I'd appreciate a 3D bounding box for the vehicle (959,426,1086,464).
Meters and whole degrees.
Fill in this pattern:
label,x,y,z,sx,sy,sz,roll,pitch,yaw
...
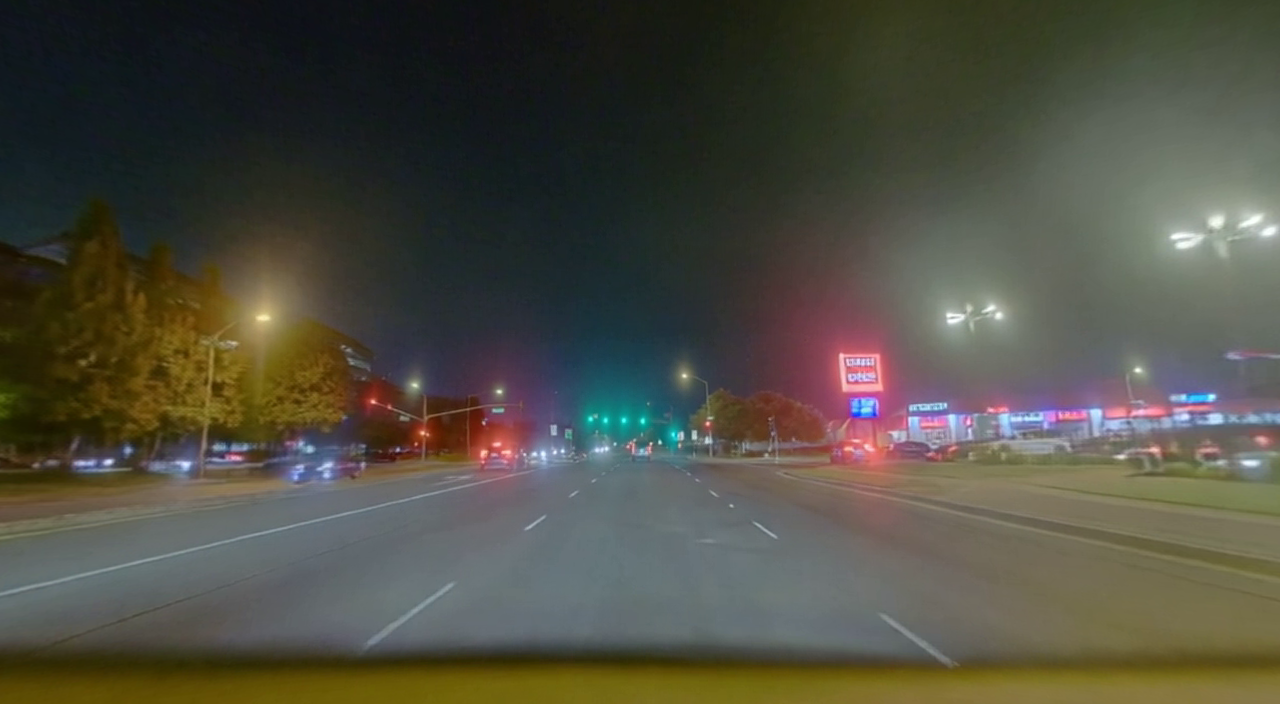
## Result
label,x,y,z,sx,sy,sz,roll,pitch,yaw
vehicle,17.442,4.267,28.910,4.498,1.671,1.887,-1,-8,3

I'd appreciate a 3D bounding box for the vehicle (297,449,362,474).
label,x,y,z,sx,sy,sz,roll,pitch,yaw
vehicle,-20.144,7.129,41.157,1.942,1.483,4.597,0,-8,0

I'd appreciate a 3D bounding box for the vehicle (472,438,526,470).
label,x,y,z,sx,sy,sz,roll,pitch,yaw
vehicle,-7.865,5.710,35.588,2.231,1.650,5.052,0,-8,-4

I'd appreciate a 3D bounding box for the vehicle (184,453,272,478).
label,x,y,z,sx,sy,sz,roll,pitch,yaw
vehicle,-27.219,7.472,41.672,4.805,1.537,1.936,-2,-9,11

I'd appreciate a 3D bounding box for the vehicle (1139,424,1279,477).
label,x,y,z,sx,sy,sz,roll,pitch,yaw
vehicle,17.804,2.877,18.532,4.571,1.466,1.934,0,-8,-1

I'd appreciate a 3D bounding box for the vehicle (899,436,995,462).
label,x,y,z,sx,sy,sz,roll,pitch,yaw
vehicle,16.853,5.337,34.824,1.796,1.351,4.358,6,-10,-36

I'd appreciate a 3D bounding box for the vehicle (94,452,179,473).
label,x,y,z,sx,sy,sz,roll,pitch,yaw
vehicle,-36.883,8.117,46.234,4.461,1.443,1.901,0,-9,-3
